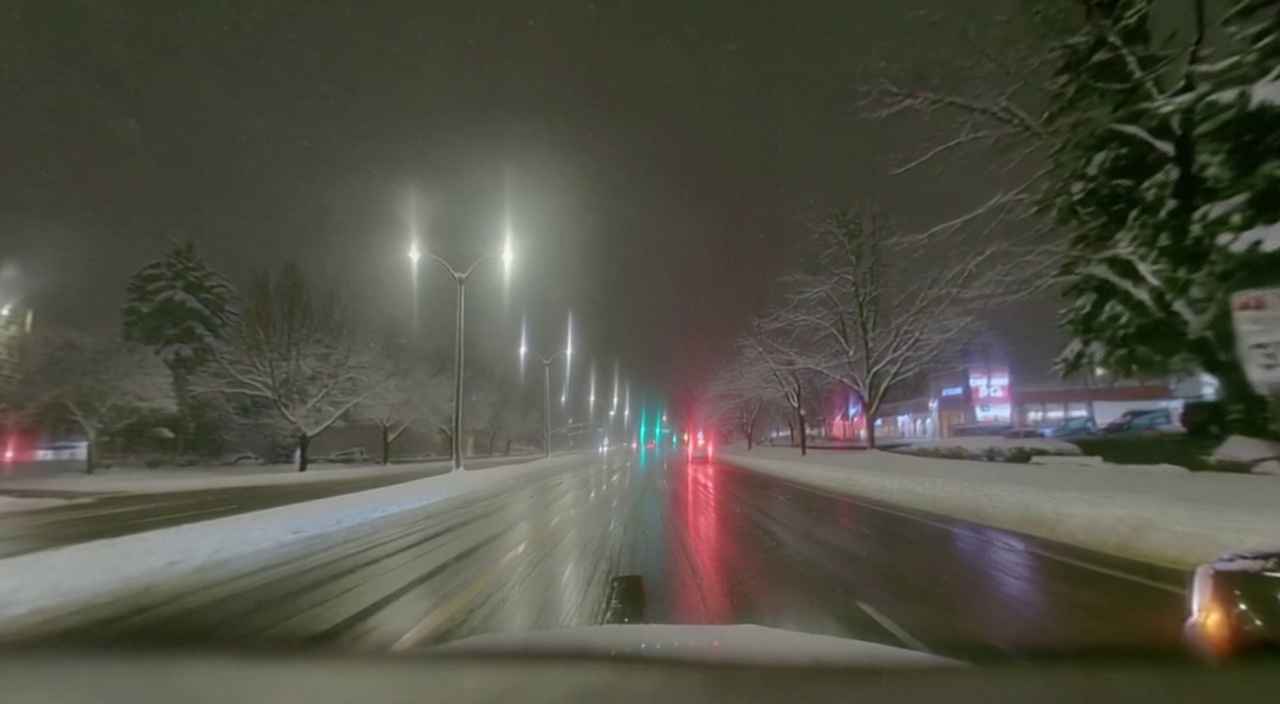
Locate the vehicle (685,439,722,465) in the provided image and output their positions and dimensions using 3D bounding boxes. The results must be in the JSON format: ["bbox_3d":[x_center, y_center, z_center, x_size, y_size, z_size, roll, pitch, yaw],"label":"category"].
[{"bbox_3d":[4.302,6.852,43.223,2.007,1.683,4.171,0,-8,-1],"label":"vehicle"}]

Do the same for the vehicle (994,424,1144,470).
[{"bbox_3d":[17.329,3.867,25.665,4.475,1.739,2.151,0,-8,0],"label":"vehicle"}]

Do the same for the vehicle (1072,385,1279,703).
[{"bbox_3d":[3.500,0.710,1.218,1.995,1.528,4.732,0,-8,1],"label":"vehicle"}]
